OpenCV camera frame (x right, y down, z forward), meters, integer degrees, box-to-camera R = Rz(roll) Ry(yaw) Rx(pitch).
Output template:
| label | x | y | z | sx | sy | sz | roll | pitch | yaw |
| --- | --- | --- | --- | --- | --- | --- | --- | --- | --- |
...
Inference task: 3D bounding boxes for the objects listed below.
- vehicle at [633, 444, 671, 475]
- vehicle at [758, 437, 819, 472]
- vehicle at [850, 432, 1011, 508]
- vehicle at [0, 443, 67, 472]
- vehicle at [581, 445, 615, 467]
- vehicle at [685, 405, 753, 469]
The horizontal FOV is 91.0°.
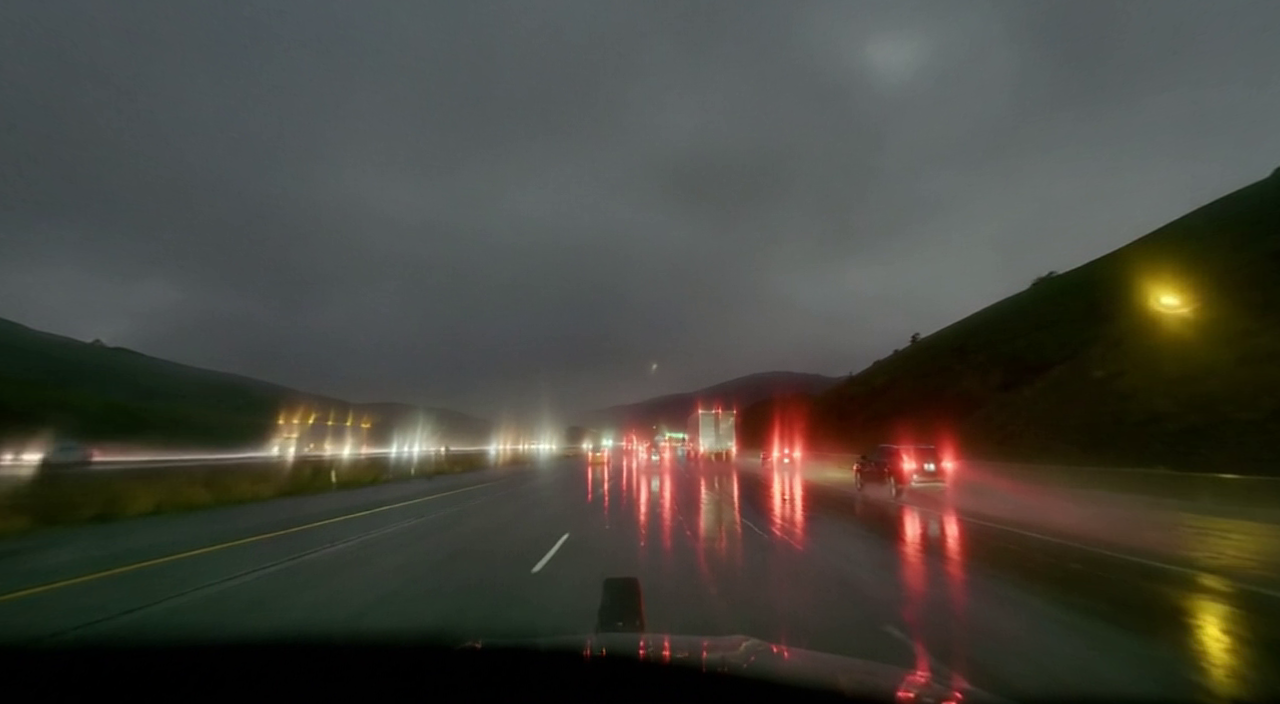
| label | x | y | z | sx | sy | sz | roll | pitch | yaw |
| --- | --- | --- | --- | --- | --- | --- | --- | --- | --- |
| vehicle | 0.635 | 5.632 | 33.198 | 1.866 | 1.492 | 3.932 | 0 | -9 | 1 |
| vehicle | 8.022 | 5.586 | 34.474 | 2.143 | 1.775 | 4.729 | 0 | -9 | 0 |
| vehicle | 7.200 | 2.959 | 16.247 | 2.044 | 1.676 | 4.421 | 0 | -9 | 0 |
| vehicle | -34.635 | 5.812 | 34.739 | 1.799 | 1.525 | 4.373 | 0 | -9 | 2 |
| vehicle | -3.056 | 7.666 | 46.667 | 2.132 | 1.506 | 4.256 | 0 | -9 | 1 |
| vehicle | 4.878 | 5.629 | 41.289 | 3.130 | 3.607 | 11.129 | 0 | -9 | 1 |
